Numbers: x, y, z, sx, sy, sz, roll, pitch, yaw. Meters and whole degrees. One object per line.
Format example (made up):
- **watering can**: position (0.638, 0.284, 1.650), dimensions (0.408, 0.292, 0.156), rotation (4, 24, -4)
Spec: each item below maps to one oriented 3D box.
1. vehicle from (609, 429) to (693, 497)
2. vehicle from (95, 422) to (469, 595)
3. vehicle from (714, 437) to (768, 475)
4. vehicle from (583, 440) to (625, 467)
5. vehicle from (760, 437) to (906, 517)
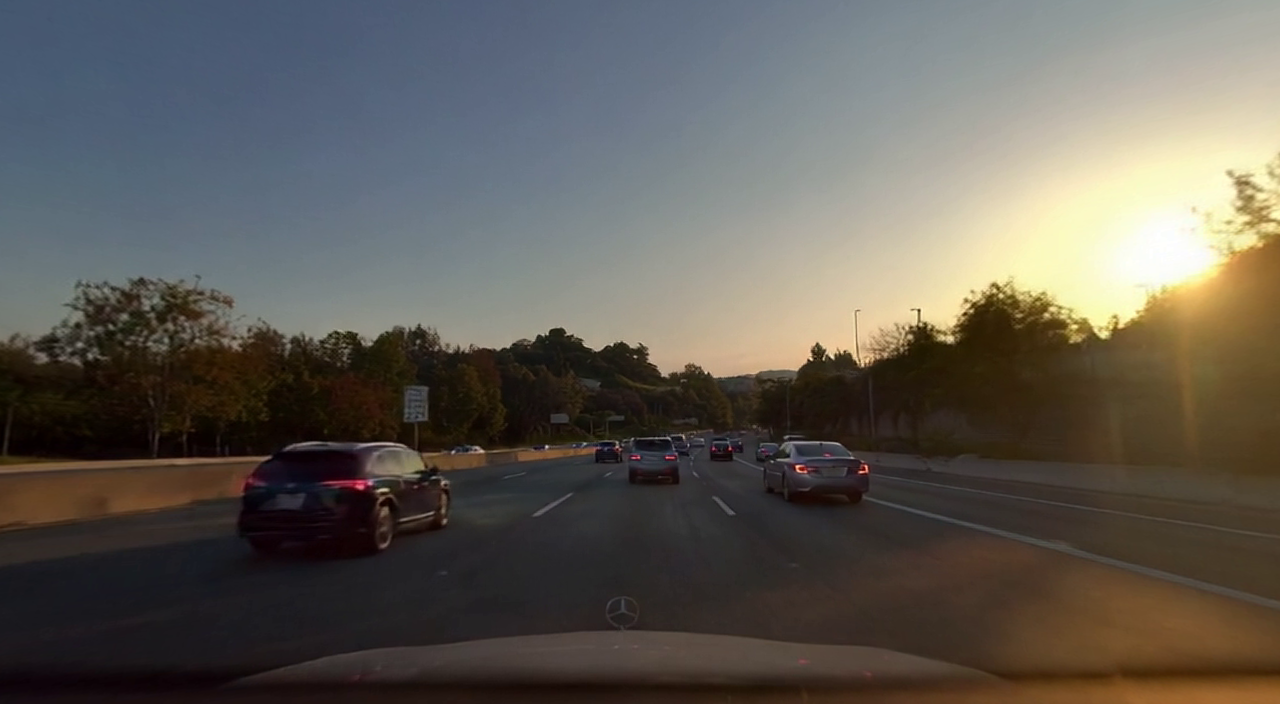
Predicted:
- **vehicle**: position (0.336, 3.186, 18.397), dimensions (2.181, 1.728, 3.970), rotation (0, -9, 1)
- **vehicle**: position (-3.752, 1.703, 7.716), dimensions (2.012, 1.495, 4.169), rotation (0, -9, 2)
- **vehicle**: position (4.950, 5.176, 31.529), dimensions (2.063, 1.710, 4.591), rotation (0, -9, 2)
- **vehicle**: position (-2.274, 6.661, 41.459), dimensions (2.128, 1.627, 4.697), rotation (0, -9, 4)
- **vehicle**: position (4.148, 2.764, 14.407), dimensions (1.999, 1.514, 4.338), rotation (0, -9, 0)
